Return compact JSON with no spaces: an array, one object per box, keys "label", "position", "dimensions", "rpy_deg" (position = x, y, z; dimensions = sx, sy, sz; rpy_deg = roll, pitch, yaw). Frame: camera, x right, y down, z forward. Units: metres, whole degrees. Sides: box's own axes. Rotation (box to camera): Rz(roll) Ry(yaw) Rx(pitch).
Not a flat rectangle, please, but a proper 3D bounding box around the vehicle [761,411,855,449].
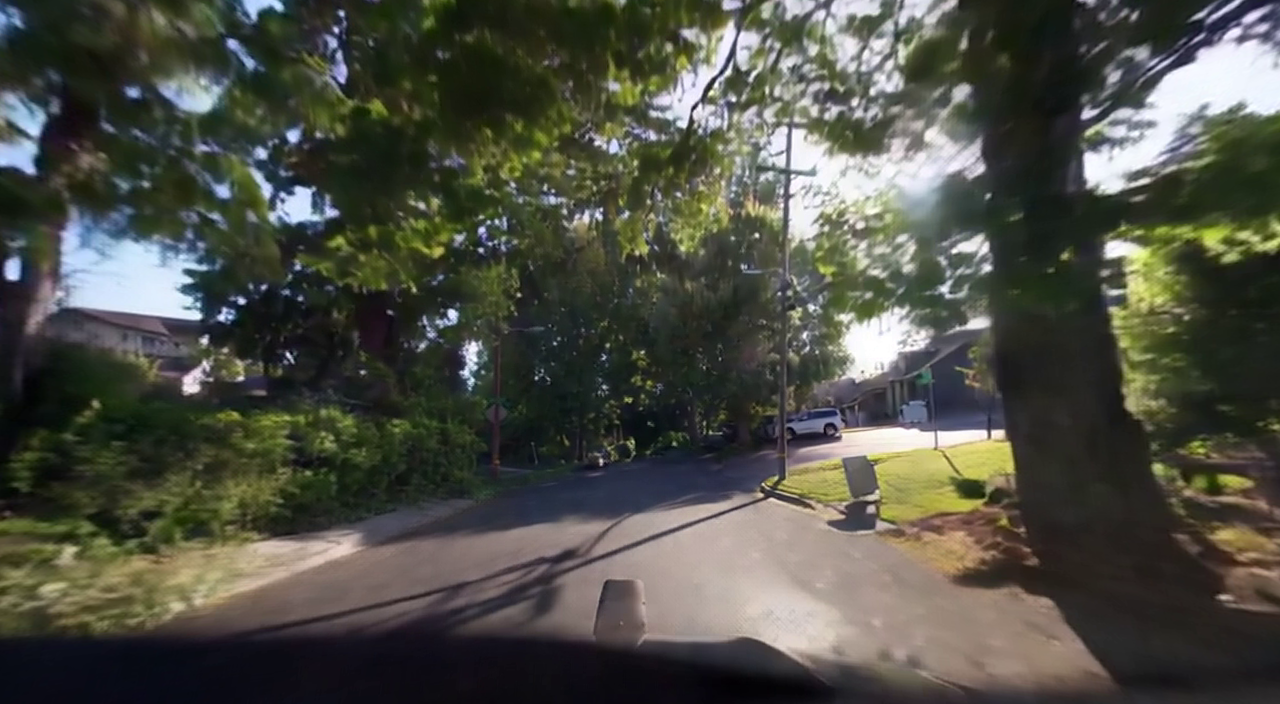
[{"label":"vehicle","position":[9.465,4.436,35.626],"dimensions":[4.780,1.984,1.896],"rpy_deg":[3,-9,-20]}]
